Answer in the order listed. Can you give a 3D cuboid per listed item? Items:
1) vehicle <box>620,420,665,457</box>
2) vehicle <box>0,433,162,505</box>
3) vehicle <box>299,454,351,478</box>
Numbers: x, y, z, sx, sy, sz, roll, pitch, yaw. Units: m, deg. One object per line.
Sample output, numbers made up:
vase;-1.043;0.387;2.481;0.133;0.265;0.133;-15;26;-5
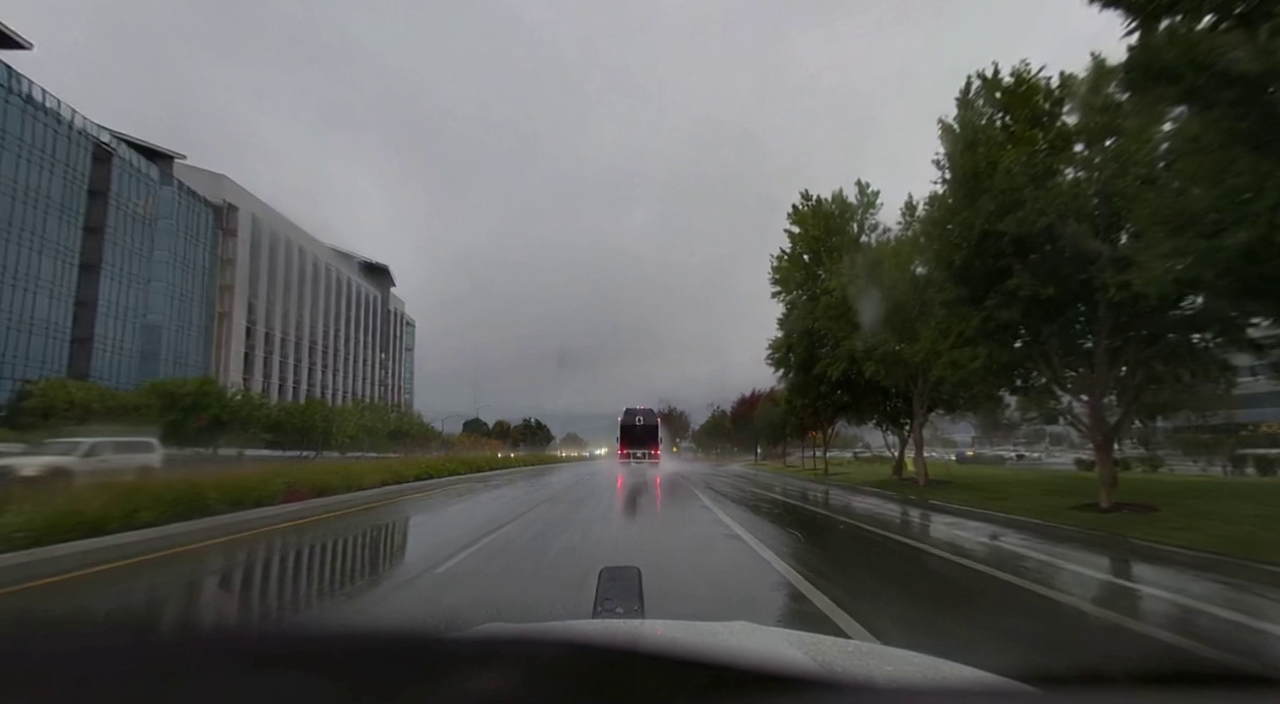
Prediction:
vehicle;0.052;4.594;33.364;2.178;1.829;4.932;0;-9;-1
vehicle;-19.388;3.836;21.243;2.182;2.060;5.571;0;-8;0
vehicle;-23.051;8.322;46.386;1.797;1.585;3.957;0;-8;0
